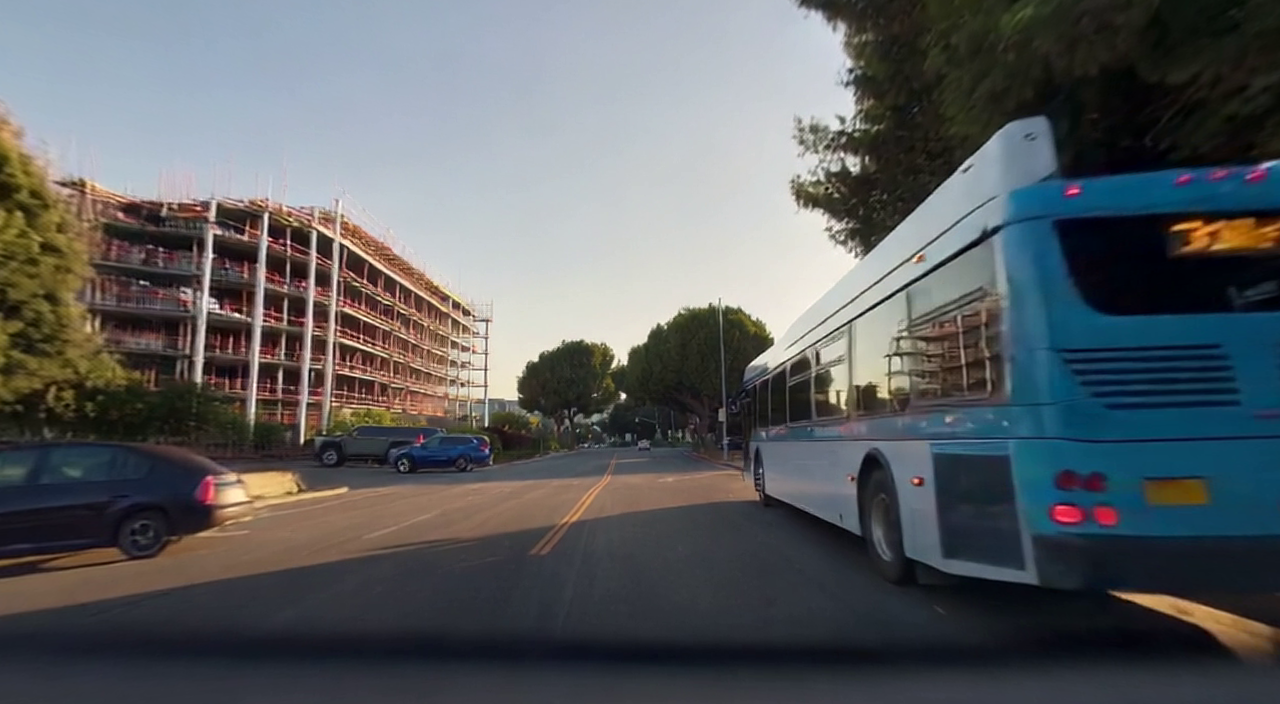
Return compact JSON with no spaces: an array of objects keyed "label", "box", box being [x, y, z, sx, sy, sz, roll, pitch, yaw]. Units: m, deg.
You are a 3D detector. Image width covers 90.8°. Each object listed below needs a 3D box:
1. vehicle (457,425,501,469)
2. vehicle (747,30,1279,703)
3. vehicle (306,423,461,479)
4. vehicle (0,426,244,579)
[{"label":"vehicle","box":[-8.012,4.724,31.635,1.515,2.074,2.668,0,-7,-1]},{"label":"vehicle","box":[3.827,0.922,9.196,3.040,3.424,12.508,0,-8,3]},{"label":"vehicle","box":[-13.500,5.288,33.922,7.067,2.785,2.980,1,-8,-9]},{"label":"vehicle","box":[-7.821,1.795,7.899,4.689,1.683,2.065,5,-10,-30]}]
